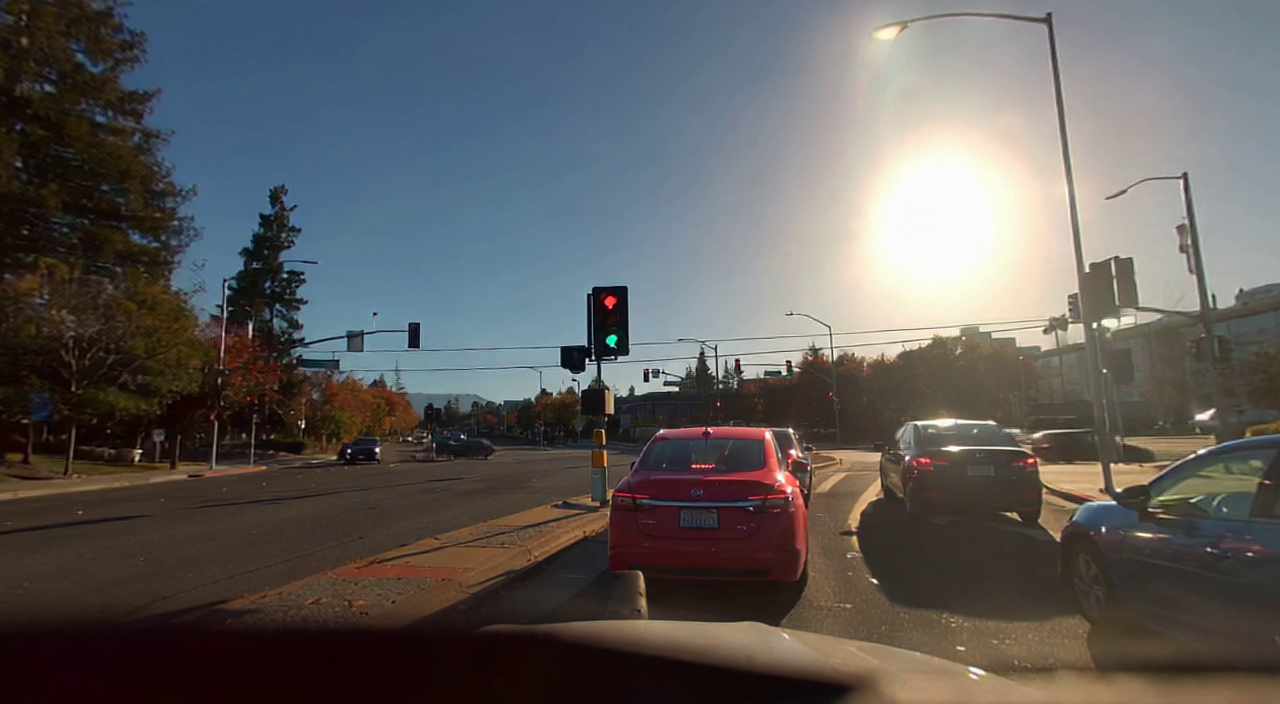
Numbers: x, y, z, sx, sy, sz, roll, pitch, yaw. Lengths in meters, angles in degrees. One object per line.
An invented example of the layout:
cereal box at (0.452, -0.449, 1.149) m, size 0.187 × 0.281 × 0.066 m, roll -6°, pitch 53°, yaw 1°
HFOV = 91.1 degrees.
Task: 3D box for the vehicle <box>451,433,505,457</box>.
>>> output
vehicle at (-12.451, 7.121, 48.196) m, size 1.972 × 1.705 × 4.457 m, roll 8°, pitch -11°, yaw -44°

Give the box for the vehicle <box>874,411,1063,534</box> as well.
vehicle at (5.536, 2.045, 11.288) m, size 2.102 × 1.717 × 4.373 m, roll -2°, pitch -9°, yaw 16°

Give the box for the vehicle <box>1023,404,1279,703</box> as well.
vehicle at (4.243, 1.058, 3.373) m, size 1.954 × 1.508 × 4.441 m, roll -1°, pitch -8°, yaw 6°

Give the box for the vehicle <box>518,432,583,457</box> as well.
vehicle at (-5.964, 6.106, 41.548) m, size 1.932 × 1.573 × 4.509 m, roll 8°, pitch -12°, yaw -44°

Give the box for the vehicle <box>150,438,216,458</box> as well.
vehicle at (-35.368, 7.437, 48.652) m, size 1.652 × 1.433 × 3.733 m, roll -7°, pitch -11°, yaw 40°

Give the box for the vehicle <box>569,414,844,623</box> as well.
vehicle at (0.856, 1.498, 6.687) m, size 2.052 × 1.483 × 3.928 m, roll -2°, pitch -8°, yaw 12°
